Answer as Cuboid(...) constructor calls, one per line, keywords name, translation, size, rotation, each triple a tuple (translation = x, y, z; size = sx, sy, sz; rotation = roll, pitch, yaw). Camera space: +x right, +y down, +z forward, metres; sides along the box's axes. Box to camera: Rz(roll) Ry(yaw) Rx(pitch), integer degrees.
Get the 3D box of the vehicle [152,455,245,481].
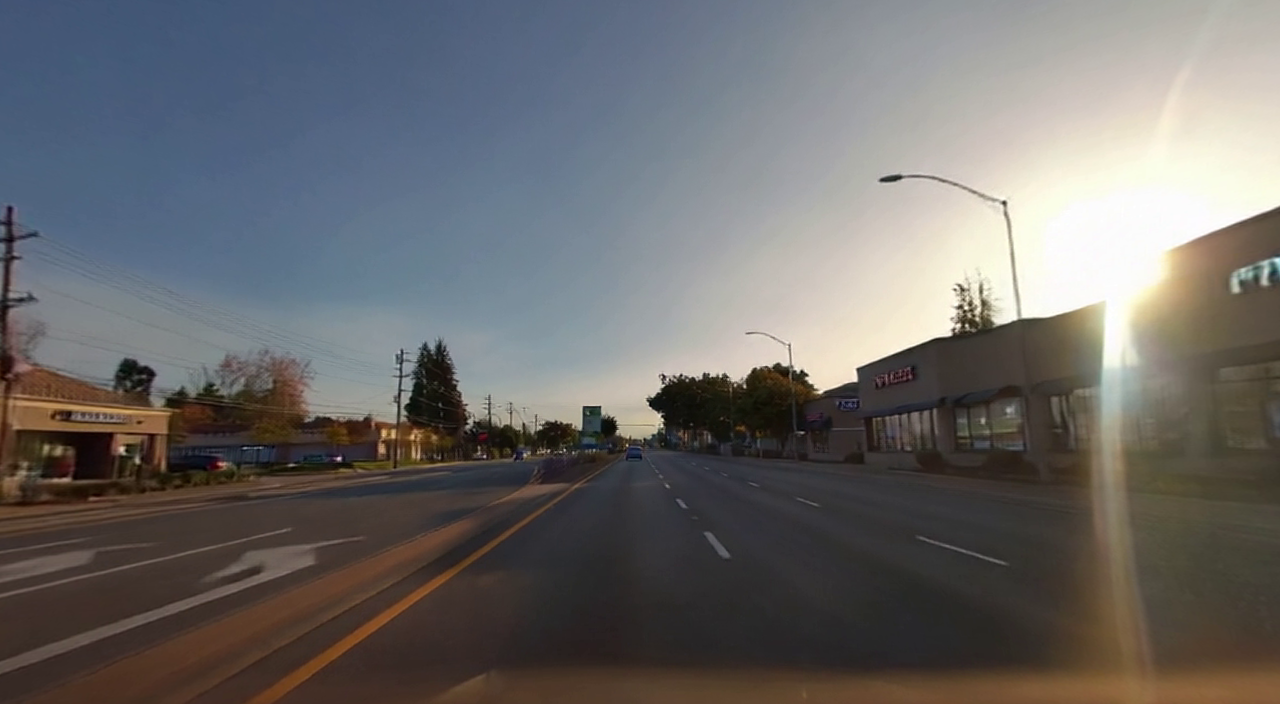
Cuboid(name="vehicle", translation=(-31.113, 8.194, 44.639), size=(4.919, 1.720, 2.217), rotation=(0, -8, 0))
